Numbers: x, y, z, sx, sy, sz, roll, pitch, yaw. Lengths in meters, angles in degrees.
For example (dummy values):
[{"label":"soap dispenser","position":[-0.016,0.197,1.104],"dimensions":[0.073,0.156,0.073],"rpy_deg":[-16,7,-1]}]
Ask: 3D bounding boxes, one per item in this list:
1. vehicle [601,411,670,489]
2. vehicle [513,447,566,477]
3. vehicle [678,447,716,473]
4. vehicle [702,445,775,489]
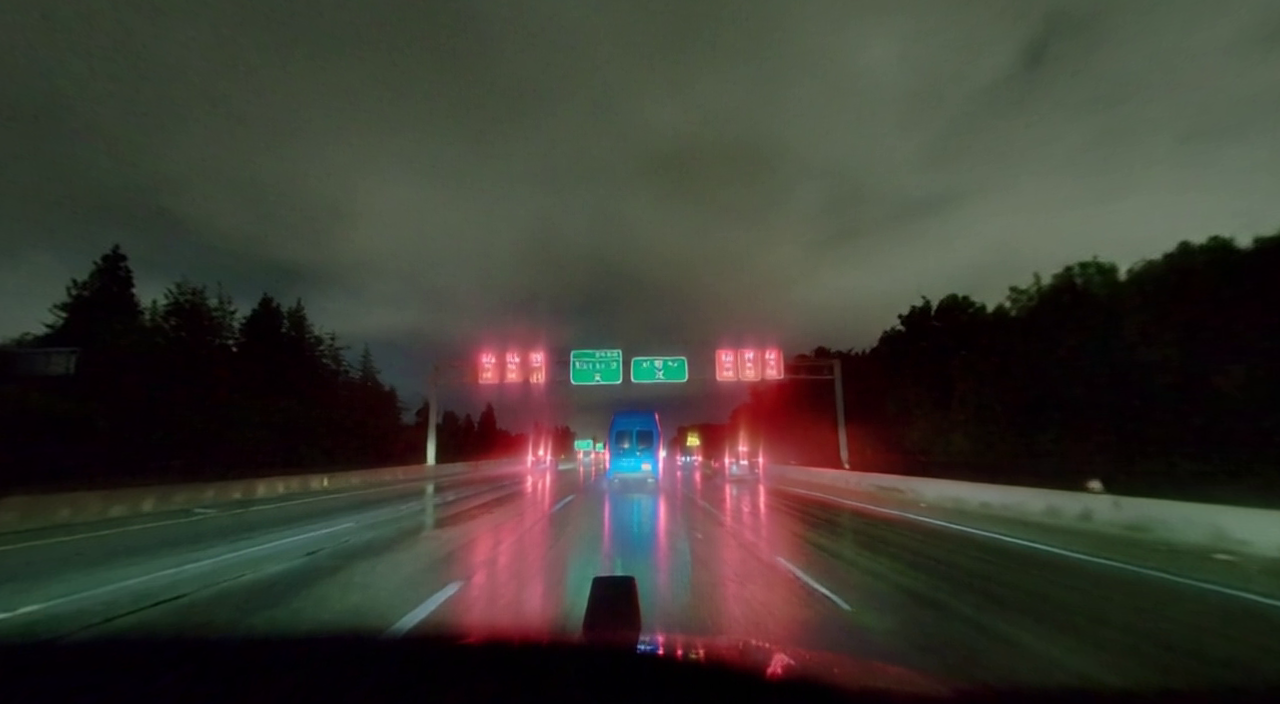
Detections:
[{"label":"vehicle","position":[-0.194,3.655,23.475],"dimensions":[2.268,2.551,5.144],"rpy_deg":[0,-9,-1]},{"label":"vehicle","position":[-5.293,5.856,33.604],"dimensions":[2.003,1.498,4.386],"rpy_deg":[-1,-9,1]},{"label":"vehicle","position":[3.447,6.659,38.870],"dimensions":[1.978,1.510,4.462],"rpy_deg":[0,-9,1]},{"label":"vehicle","position":[3.700,4.419,24.454],"dimensions":[2.015,1.491,4.732],"rpy_deg":[0,-9,-1]}]
